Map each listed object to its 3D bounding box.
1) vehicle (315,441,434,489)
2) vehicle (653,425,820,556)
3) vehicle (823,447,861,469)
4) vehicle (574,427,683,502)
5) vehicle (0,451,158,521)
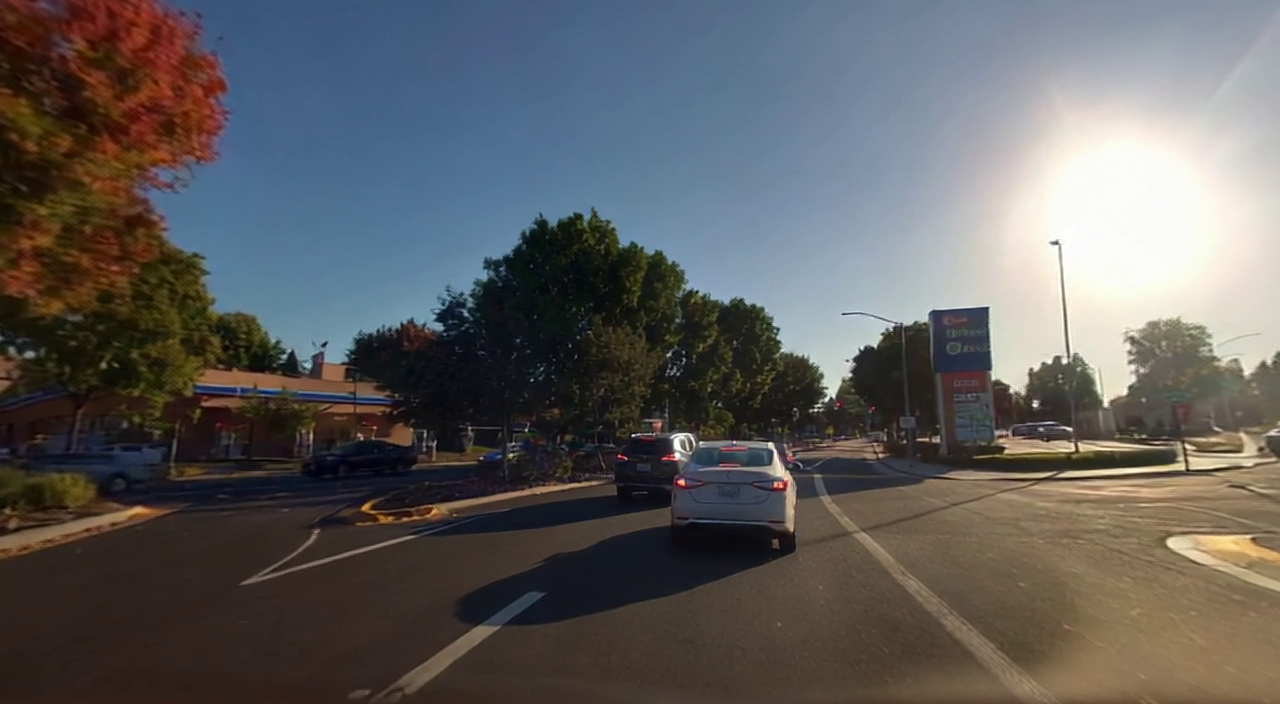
[{"bbox_3d":[-10.196,4.357,24.658,2.088,1.693,4.491,-2,-9,10],"label":"vehicle"},{"bbox_3d":[1.585,2.017,9.897,2.060,1.580,3.980,-2,-9,12],"label":"vehicle"},{"bbox_3d":[14.659,7.703,45.896,1.916,1.462,4.487,-1,-9,9],"label":"vehicle"},{"bbox_3d":[-0.152,3.081,17.686,2.102,1.774,4.662,-2,-9,11],"label":"vehicle"},{"bbox_3d":[-15.288,3.299,15.852,1.894,1.528,4.849,-2,-9,11],"label":"vehicle"}]
